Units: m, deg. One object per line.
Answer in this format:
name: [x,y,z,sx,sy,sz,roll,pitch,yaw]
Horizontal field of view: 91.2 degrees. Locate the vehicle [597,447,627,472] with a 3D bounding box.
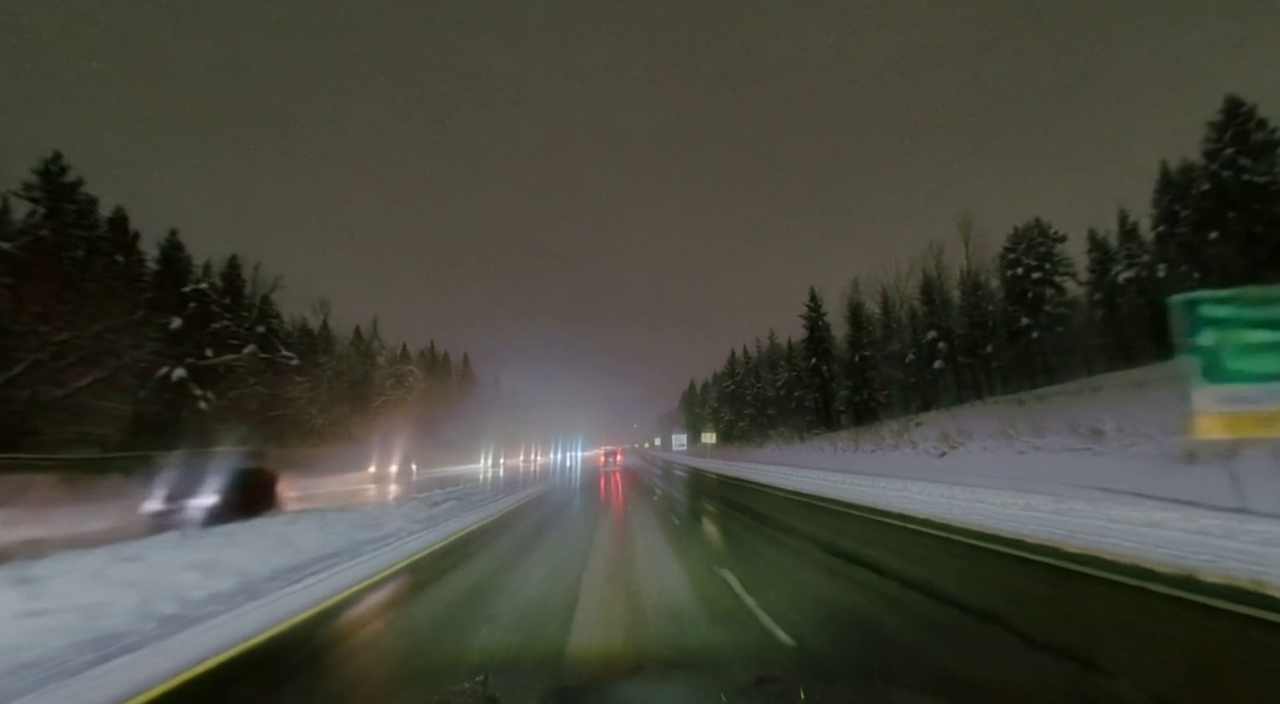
vehicle: [-2.046,7.960,46.584,2.098,1.692,4.038,0,-9,-2]

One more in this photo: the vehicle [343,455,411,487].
vehicle: [-15.159,6.850,36.390,1.961,1.621,4.588,0,-9,0]

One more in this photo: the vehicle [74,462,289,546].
vehicle: [-9.811,3.232,13.890,1.848,1.454,3.922,0,-9,-2]
